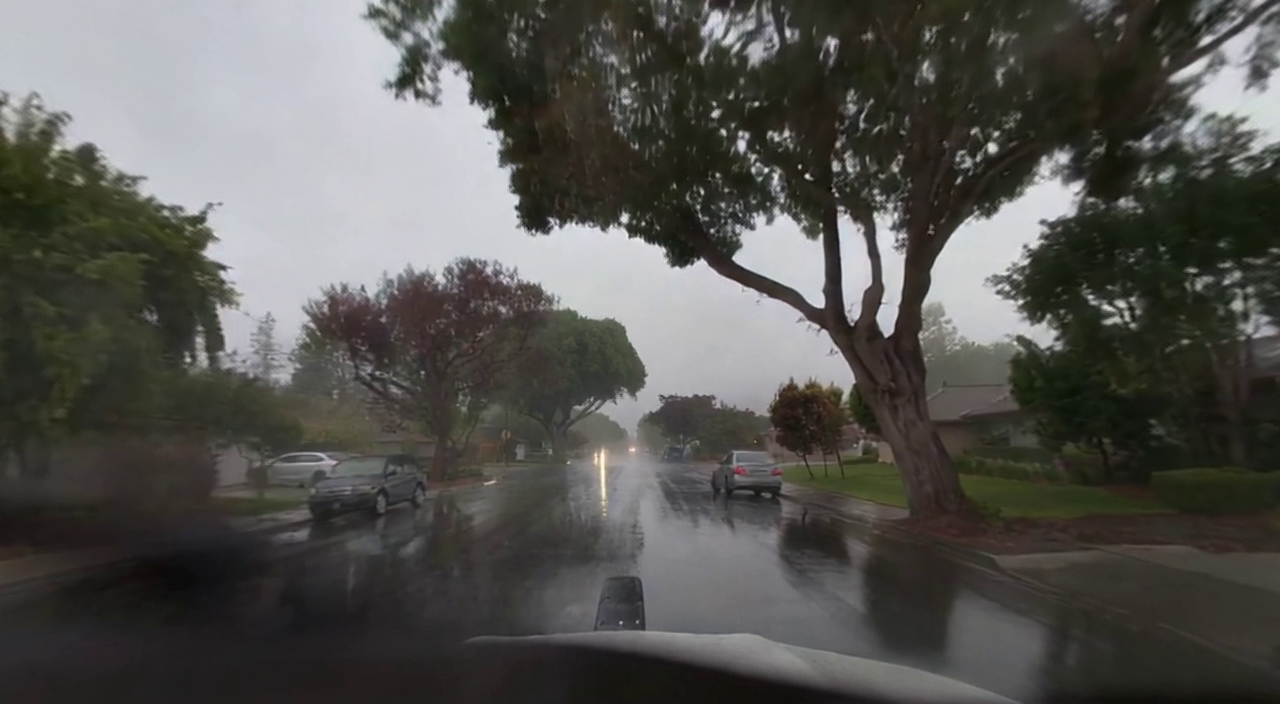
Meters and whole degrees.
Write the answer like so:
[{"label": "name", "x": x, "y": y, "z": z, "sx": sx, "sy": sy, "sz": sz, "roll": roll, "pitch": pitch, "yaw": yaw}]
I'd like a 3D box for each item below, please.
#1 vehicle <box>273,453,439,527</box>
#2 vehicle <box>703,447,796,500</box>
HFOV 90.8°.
[{"label": "vehicle", "x": -6.650, "y": 3.235, "z": 15.462, "sx": 2.035, "sy": 1.480, "sz": 4.508, "roll": 0, "pitch": -9, "yaw": -1}, {"label": "vehicle", "x": 3.279, "y": 3.723, "z": 19.838, "sx": 1.986, "sy": 1.476, "sz": 4.306, "roll": 0, "pitch": -9, "yaw": -2}]
